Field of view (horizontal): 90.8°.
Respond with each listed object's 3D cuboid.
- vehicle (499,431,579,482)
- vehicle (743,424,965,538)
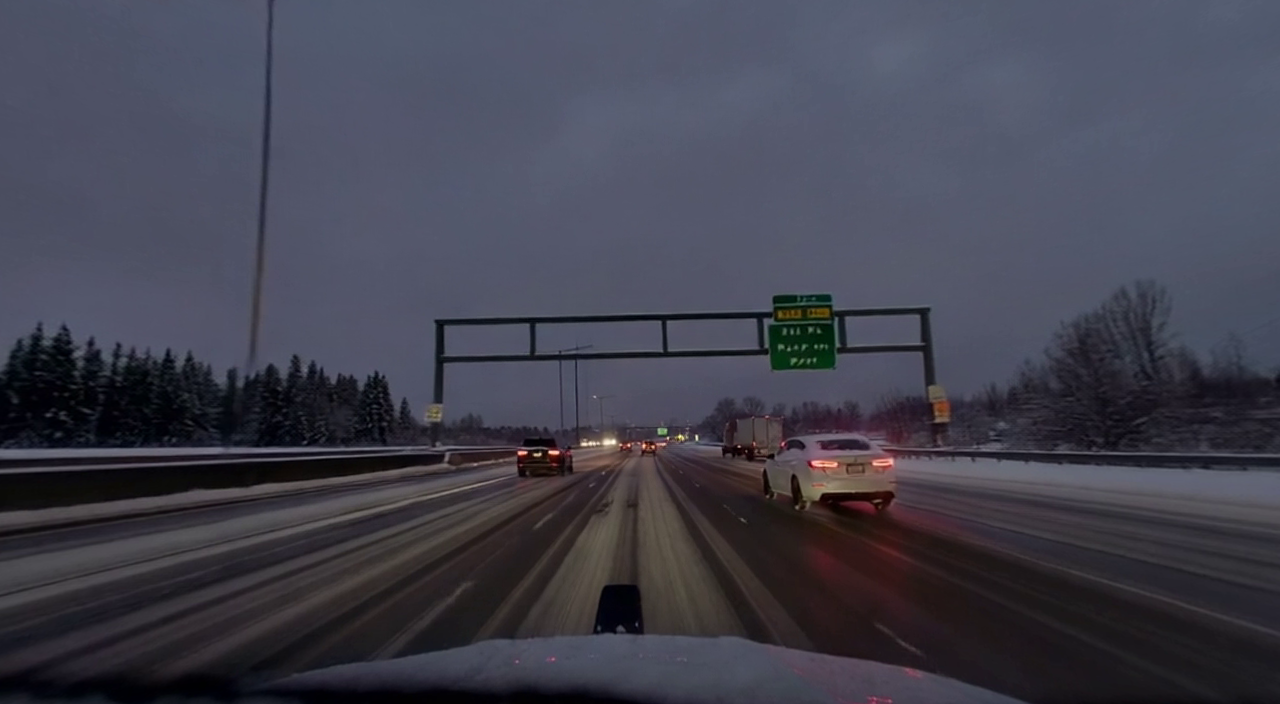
[{"bbox_3d":[-3.714,3.943,24.084,2.193,1.746,4.512,0,-8,1],"label":"vehicle"},{"bbox_3d":[3.369,2.146,11.229,2.107,1.550,4.949,0,-8,-1],"label":"vehicle"}]
